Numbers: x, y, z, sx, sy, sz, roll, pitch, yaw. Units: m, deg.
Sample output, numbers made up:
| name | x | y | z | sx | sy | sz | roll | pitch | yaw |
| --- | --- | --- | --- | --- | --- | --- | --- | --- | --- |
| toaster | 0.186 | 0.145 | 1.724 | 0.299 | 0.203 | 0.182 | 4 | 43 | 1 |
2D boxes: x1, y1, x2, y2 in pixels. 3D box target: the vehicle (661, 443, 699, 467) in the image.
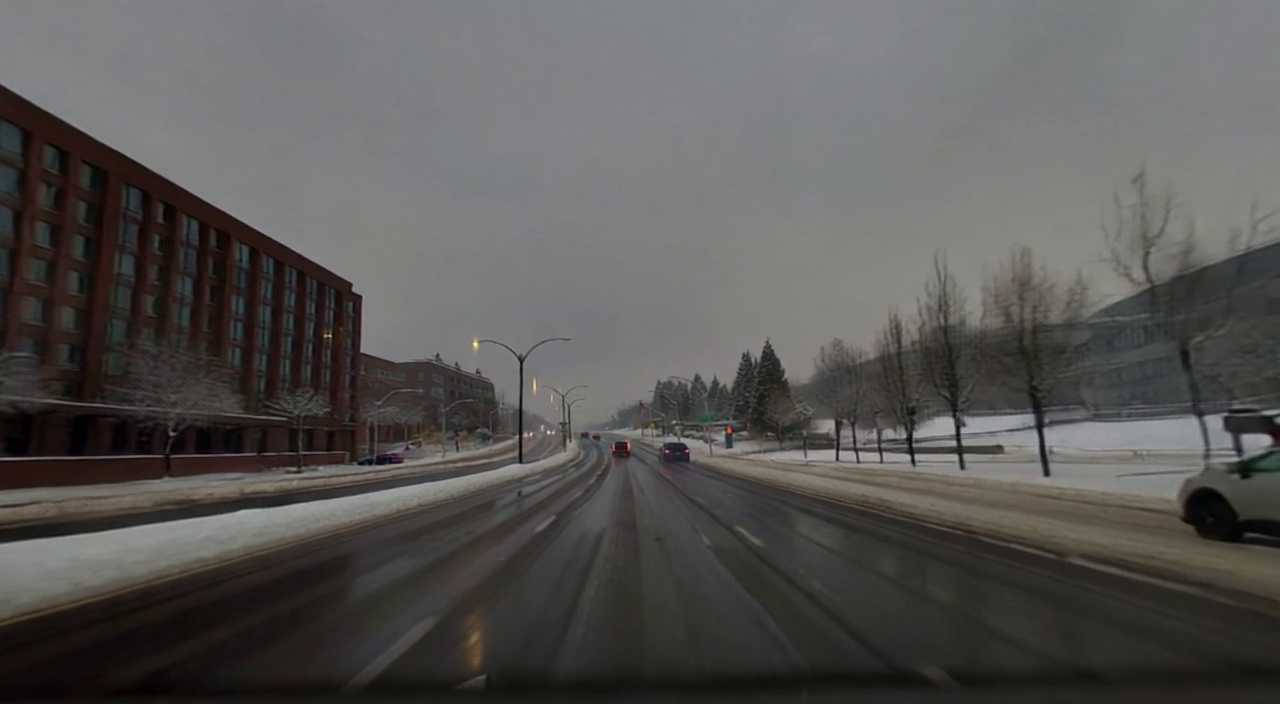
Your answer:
| name | x | y | z | sx | sy | sz | roll | pitch | yaw |
| --- | --- | --- | --- | --- | --- | --- | --- | --- | --- |
| vehicle | 2.699 | 7.053 | 43.491 | 2.090 | 1.506 | 4.382 | 0 | -8 | -3 |
